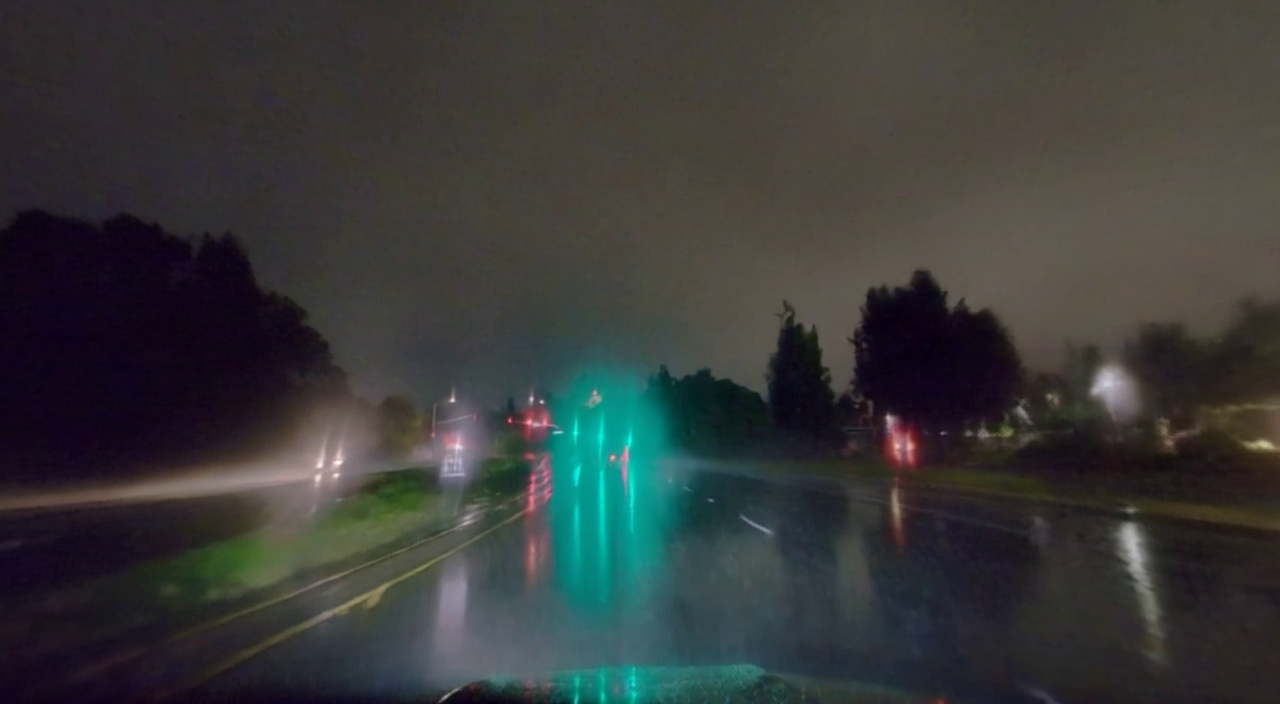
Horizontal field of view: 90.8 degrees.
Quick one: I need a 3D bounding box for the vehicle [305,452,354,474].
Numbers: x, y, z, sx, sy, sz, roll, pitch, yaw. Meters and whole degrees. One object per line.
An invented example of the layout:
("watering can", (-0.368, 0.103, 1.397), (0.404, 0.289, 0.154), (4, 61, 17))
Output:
("vehicle", (-24.250, 8.640, 49.503), (1.895, 1.604, 4.349), (1, -8, -5))
